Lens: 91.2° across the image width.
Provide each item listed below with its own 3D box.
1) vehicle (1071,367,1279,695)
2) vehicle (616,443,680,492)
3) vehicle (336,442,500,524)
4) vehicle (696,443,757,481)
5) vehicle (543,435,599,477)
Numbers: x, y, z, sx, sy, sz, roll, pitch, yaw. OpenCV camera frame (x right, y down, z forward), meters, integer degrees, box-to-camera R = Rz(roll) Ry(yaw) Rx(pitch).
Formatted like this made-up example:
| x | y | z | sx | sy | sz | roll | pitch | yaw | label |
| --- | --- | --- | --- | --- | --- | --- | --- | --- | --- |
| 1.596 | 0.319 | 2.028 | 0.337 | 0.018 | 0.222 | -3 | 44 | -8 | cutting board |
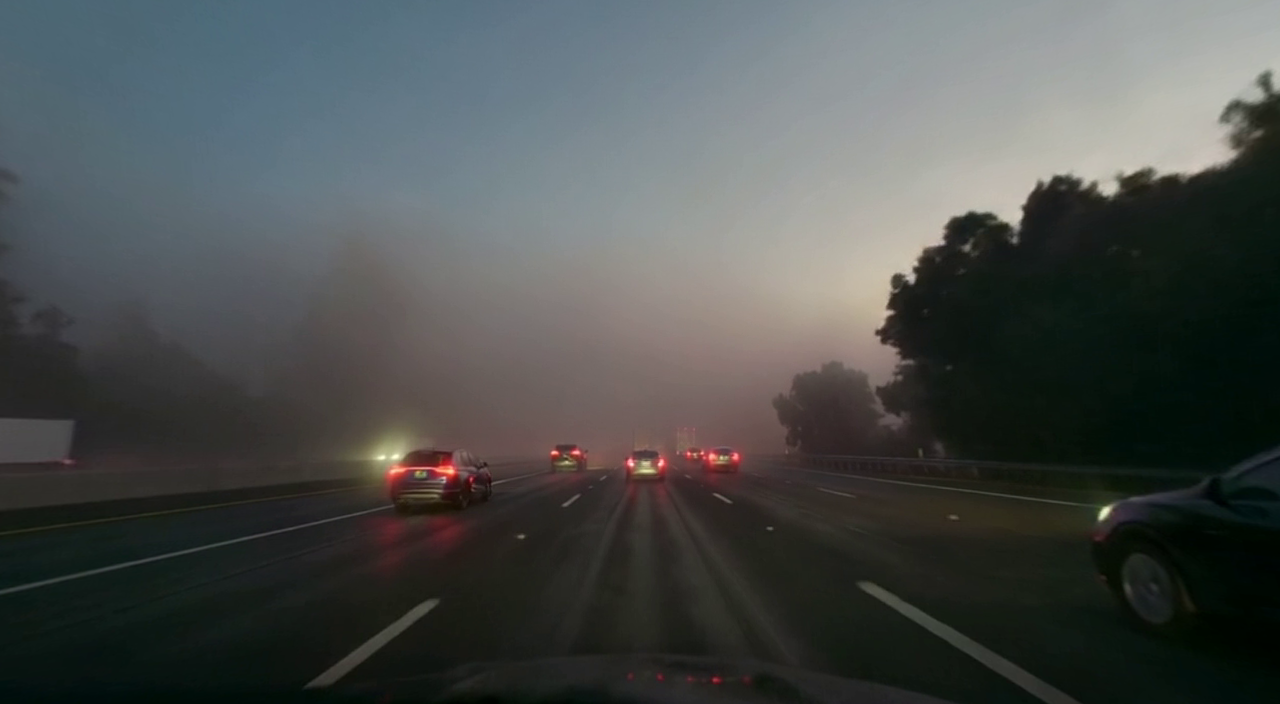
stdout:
| x | y | z | sx | sy | sz | roll | pitch | yaw | label |
| --- | --- | --- | --- | --- | --- | --- | --- | --- | --- |
| 4.252 | 0.793 | 2.490 | 2.018 | 1.639 | 4.149 | 0 | -9 | -1 | vehicle |
| 0.253 | 4.025 | 22.204 | 2.015 | 1.526 | 4.286 | 0 | -9 | 0 | vehicle |
| -4.581 | 2.766 | 13.776 | 1.967 | 1.473 | 4.439 | 0 | -9 | 0 | vehicle |
| 3.725 | 4.823 | 27.676 | 1.959 | 1.503 | 4.064 | 0 | -9 | -2 | vehicle |
| -3.447 | 5.339 | 32.252 | 2.230 | 1.973 | 4.403 | -1 | -9 | 2 | vehicle |
